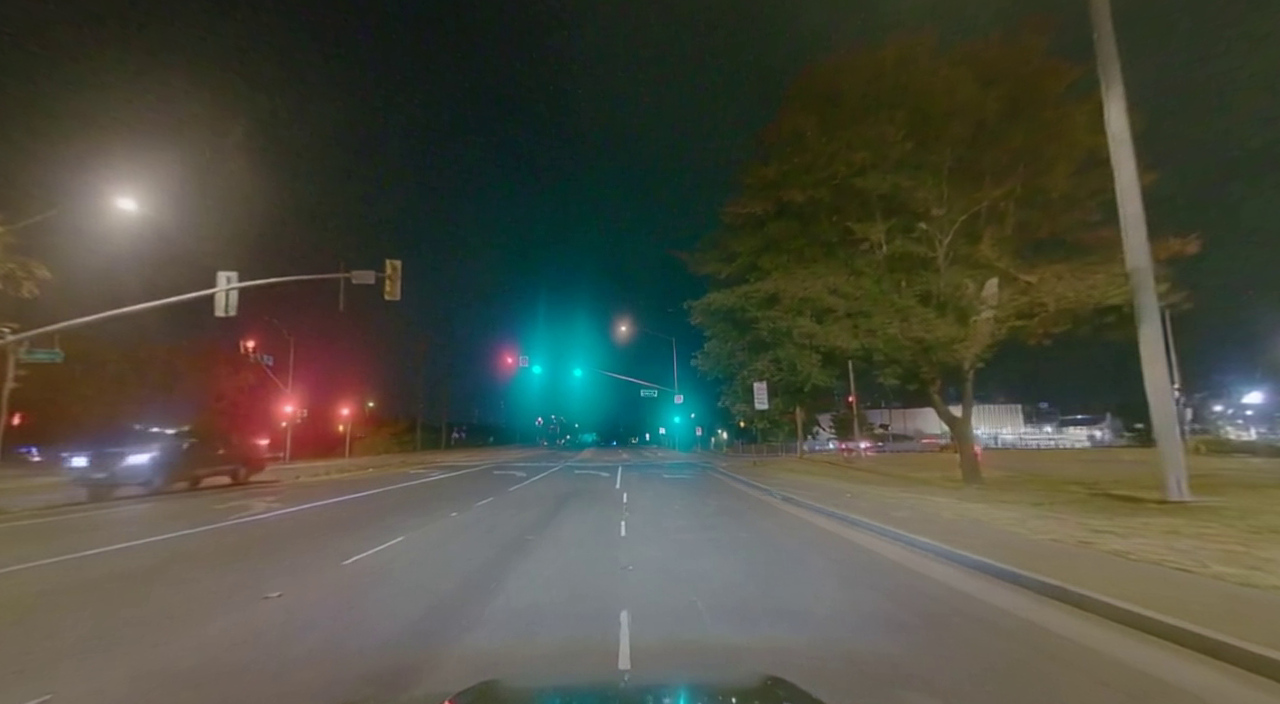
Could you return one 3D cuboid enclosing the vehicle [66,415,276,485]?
[{"bbox_3d":[-14.650,3.141,20.354,2.437,1.910,5.780,0,-9,-2],"label":"vehicle"}]
